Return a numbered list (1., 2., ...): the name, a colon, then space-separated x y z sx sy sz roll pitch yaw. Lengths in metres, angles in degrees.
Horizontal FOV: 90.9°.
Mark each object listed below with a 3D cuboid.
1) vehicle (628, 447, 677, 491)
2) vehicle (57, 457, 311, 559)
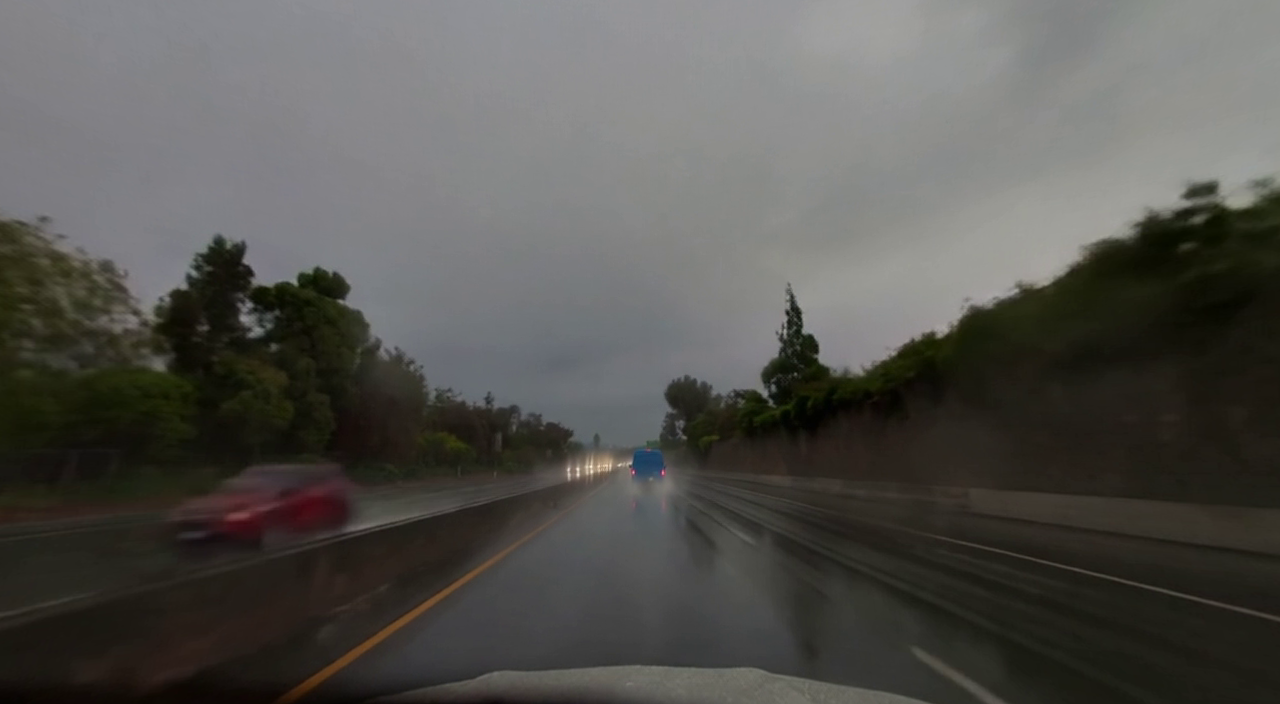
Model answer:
1. vehicle: 0.608 6.408 34.508 2.429 2.167 4.558 1 -11 -2
2. vehicle: -8.172 2.812 11.868 1.856 1.540 3.882 1 -11 -1
